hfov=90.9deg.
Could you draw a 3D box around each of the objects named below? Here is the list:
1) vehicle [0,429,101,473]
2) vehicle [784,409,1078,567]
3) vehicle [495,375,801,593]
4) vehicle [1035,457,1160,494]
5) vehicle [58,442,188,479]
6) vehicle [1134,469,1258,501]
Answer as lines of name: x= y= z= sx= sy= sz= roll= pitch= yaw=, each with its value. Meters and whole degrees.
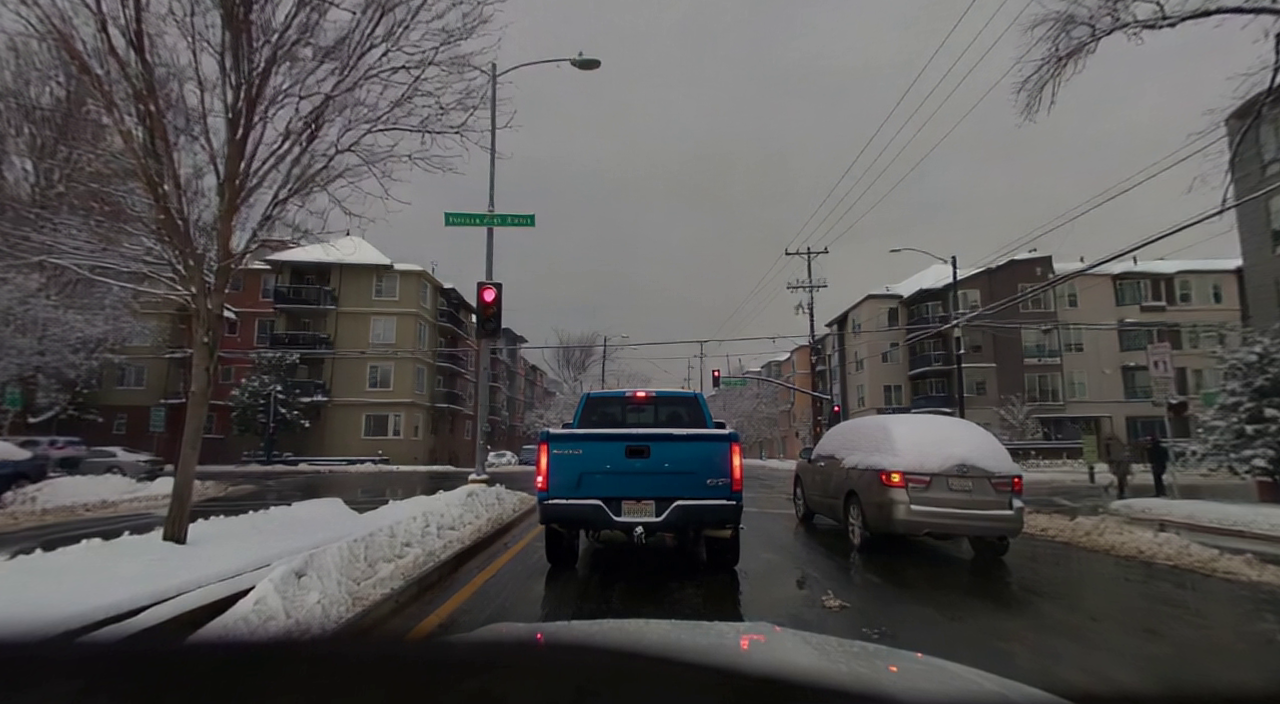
vehicle: x=-26.152 y=4.155 z=26.486 sx=5.043 sy=1.766 sz=1.980 roll=0 pitch=-9 yaw=-1
vehicle: x=3.836 y=1.888 z=9.557 sx=2.131 sy=1.759 sz=4.762 roll=0 pitch=-8 yaw=-1
vehicle: x=0.101 y=1.560 z=8.284 sx=2.738 sy=1.959 sz=5.070 roll=0 pitch=-8 yaw=1
vehicle: x=21.830 y=5.892 z=30.180 sx=4.498 sy=1.618 sz=1.843 roll=0 pitch=-9 yaw=0
vehicle: x=-24.818 y=5.198 z=30.380 sx=4.563 sy=1.692 sz=1.778 roll=0 pitch=-8 yaw=-2
vehicle: x=26.375 y=6.290 z=29.986 sx=4.071 sy=1.388 sz=1.884 roll=0 pitch=-8 yaw=1
